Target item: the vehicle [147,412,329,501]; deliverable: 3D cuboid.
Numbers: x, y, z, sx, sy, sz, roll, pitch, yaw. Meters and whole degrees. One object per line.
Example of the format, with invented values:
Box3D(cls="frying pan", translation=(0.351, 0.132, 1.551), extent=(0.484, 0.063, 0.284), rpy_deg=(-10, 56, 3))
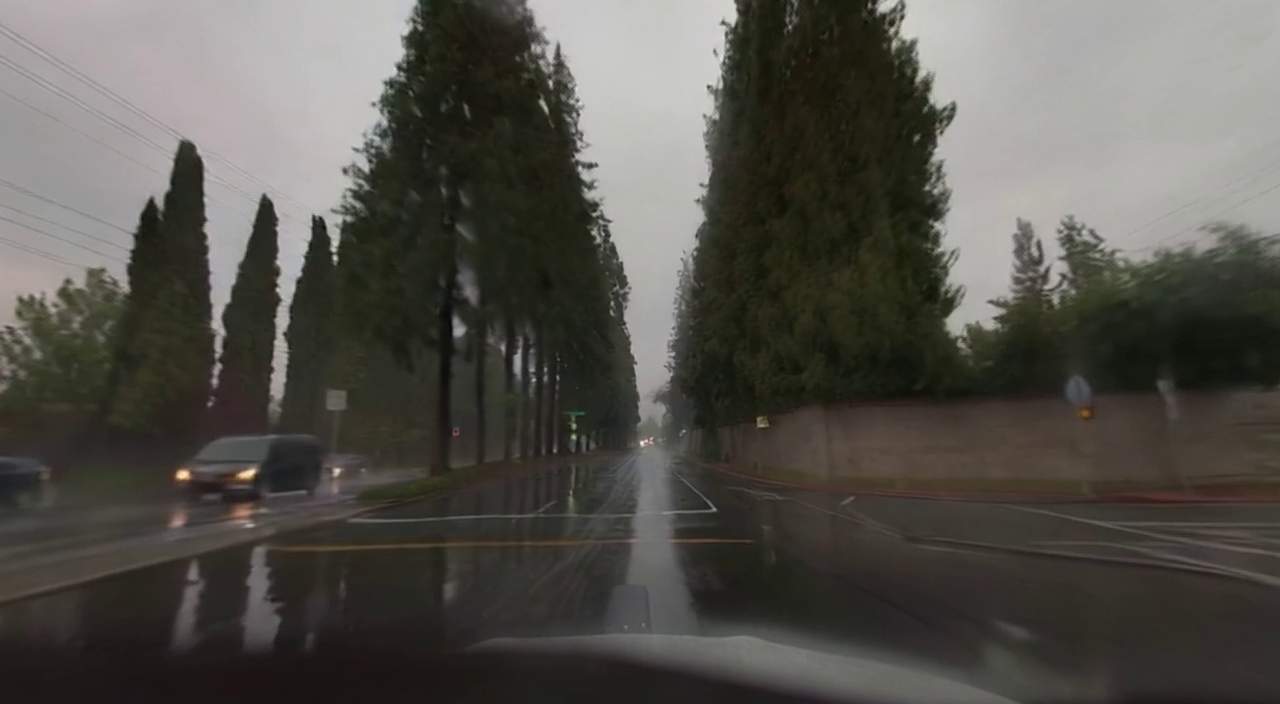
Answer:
Box3D(cls="vehicle", translation=(-13.347, 3.522, 21.599), extent=(2.305, 2.620, 5.830), rpy_deg=(0, -8, 0))
